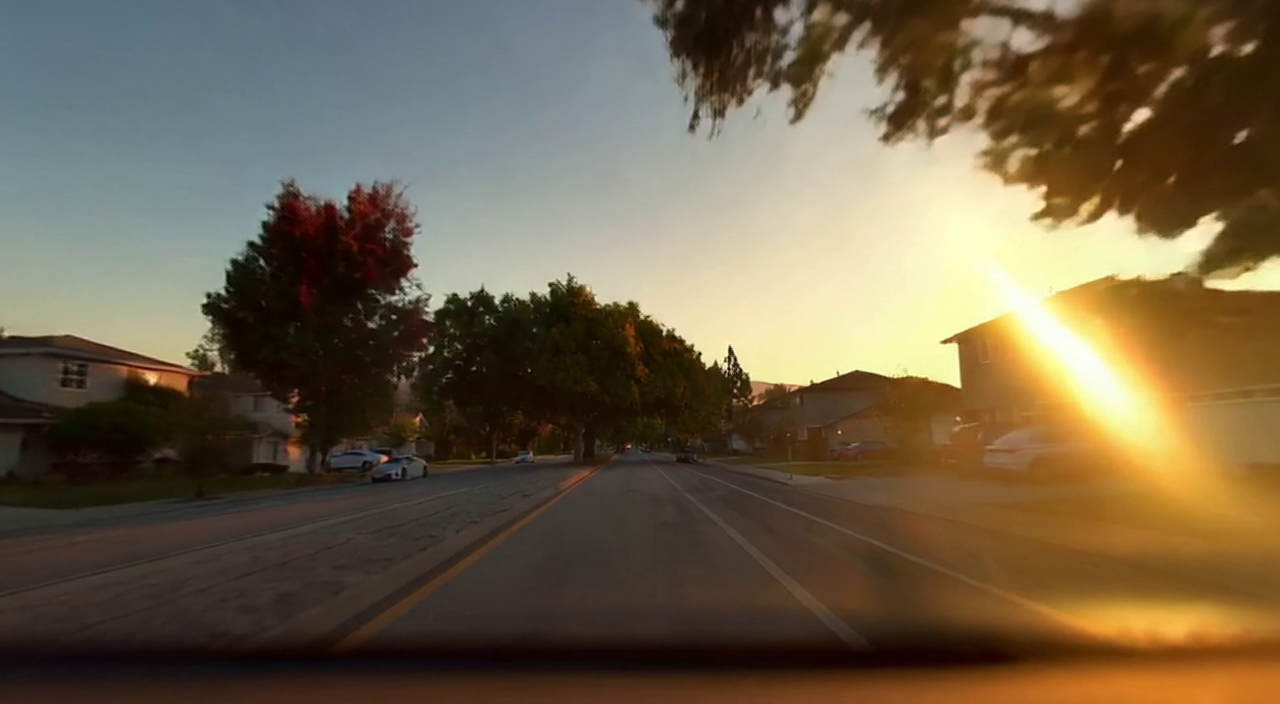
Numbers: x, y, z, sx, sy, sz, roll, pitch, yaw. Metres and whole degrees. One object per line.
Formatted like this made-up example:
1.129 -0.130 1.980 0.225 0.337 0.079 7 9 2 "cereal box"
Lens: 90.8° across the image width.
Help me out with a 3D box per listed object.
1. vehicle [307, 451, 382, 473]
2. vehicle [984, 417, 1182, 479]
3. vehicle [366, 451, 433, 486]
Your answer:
-21.501 7.998 46.113 4.491 1.467 1.861 0 -9 -4 "vehicle"
13.635 2.995 19.680 4.629 1.770 1.959 0 -9 -1 "vehicle"
-12.867 6.229 34.051 1.936 1.504 4.456 -2 -7 -1 "vehicle"
